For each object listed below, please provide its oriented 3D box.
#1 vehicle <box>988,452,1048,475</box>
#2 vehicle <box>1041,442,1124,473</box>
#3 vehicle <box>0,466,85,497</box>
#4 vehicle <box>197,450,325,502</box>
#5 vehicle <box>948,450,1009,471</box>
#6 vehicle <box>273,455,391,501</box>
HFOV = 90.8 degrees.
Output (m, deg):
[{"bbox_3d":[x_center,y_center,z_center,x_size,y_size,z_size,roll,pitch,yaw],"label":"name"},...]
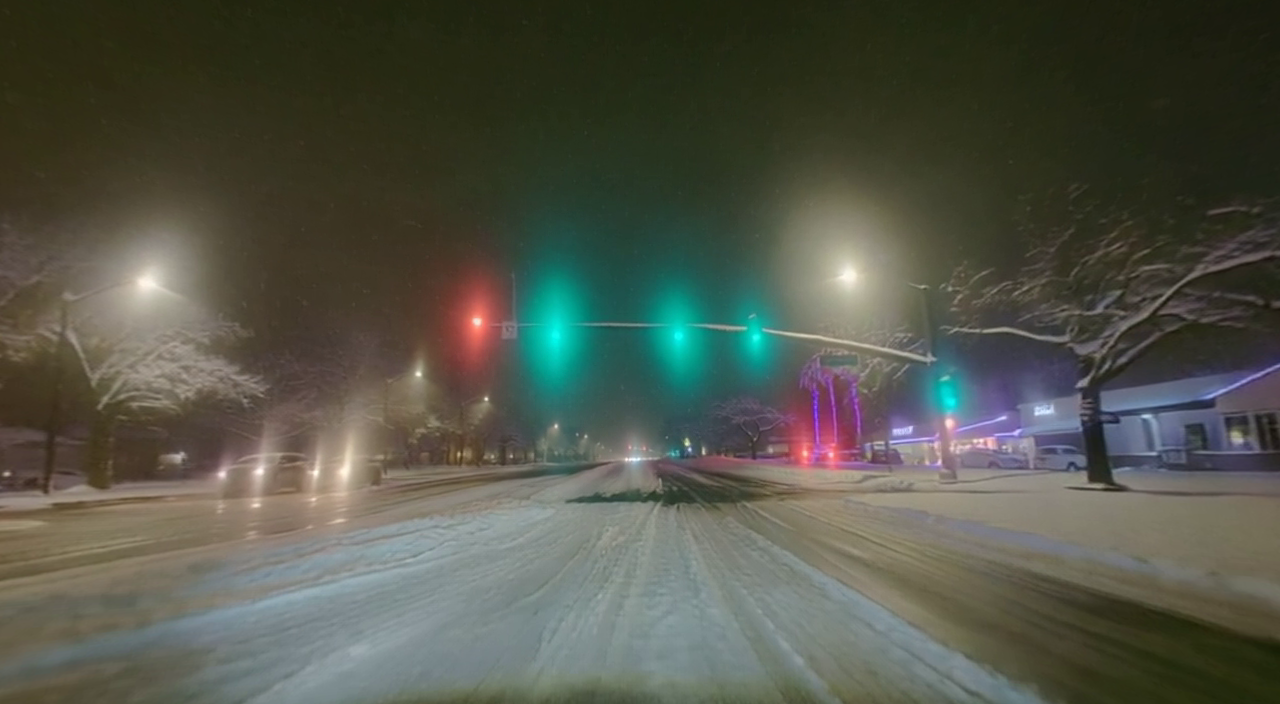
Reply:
[{"bbox_3d":[23.517,6.940,39.299,3.142,1.270,1.464,2,-9,-21],"label":"vehicle"},{"bbox_3d":[24.506,5.852,35.014,3.381,1.424,2.059,0,-12,-23],"label":"vehicle"},{"bbox_3d":[-35.272,7.489,36.796,1.906,1.528,4.535,0,-9,-2],"label":"vehicle"},{"bbox_3d":[-14.541,4.737,24.669,1.976,1.758,4.986,0,-9,-1],"label":"vehicle"},{"bbox_3d":[22.597,7.225,42.161,3.280,1.344,1.518,2,-9,-12],"label":"vehicle"},{"bbox_3d":[-11.242,4.605,23.487,2.019,1.434,4.622,0,-9,0],"label":"vehicle"}]
